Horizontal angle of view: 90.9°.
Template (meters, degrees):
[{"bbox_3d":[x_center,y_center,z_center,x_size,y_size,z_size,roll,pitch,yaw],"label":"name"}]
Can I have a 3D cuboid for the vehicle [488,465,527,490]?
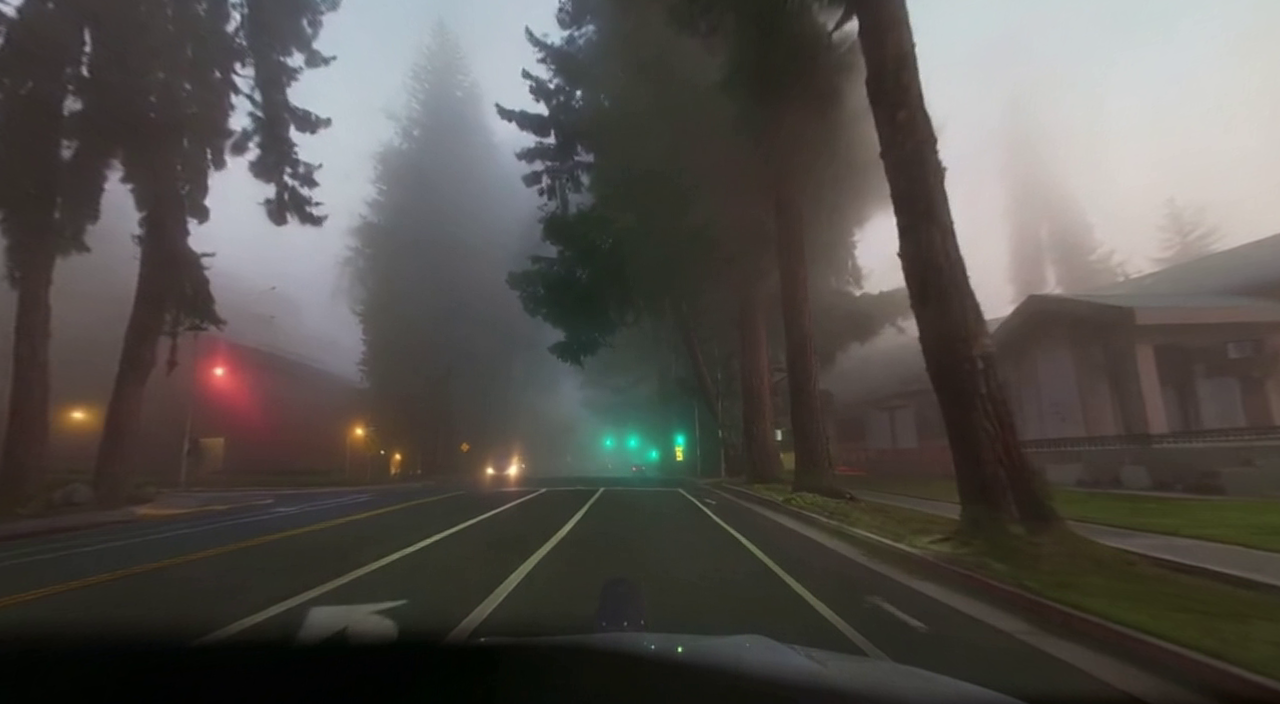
[{"bbox_3d":[-9.598,9.118,46.010,1.977,1.633,4.528,0,-8,-1],"label":"vehicle"}]
